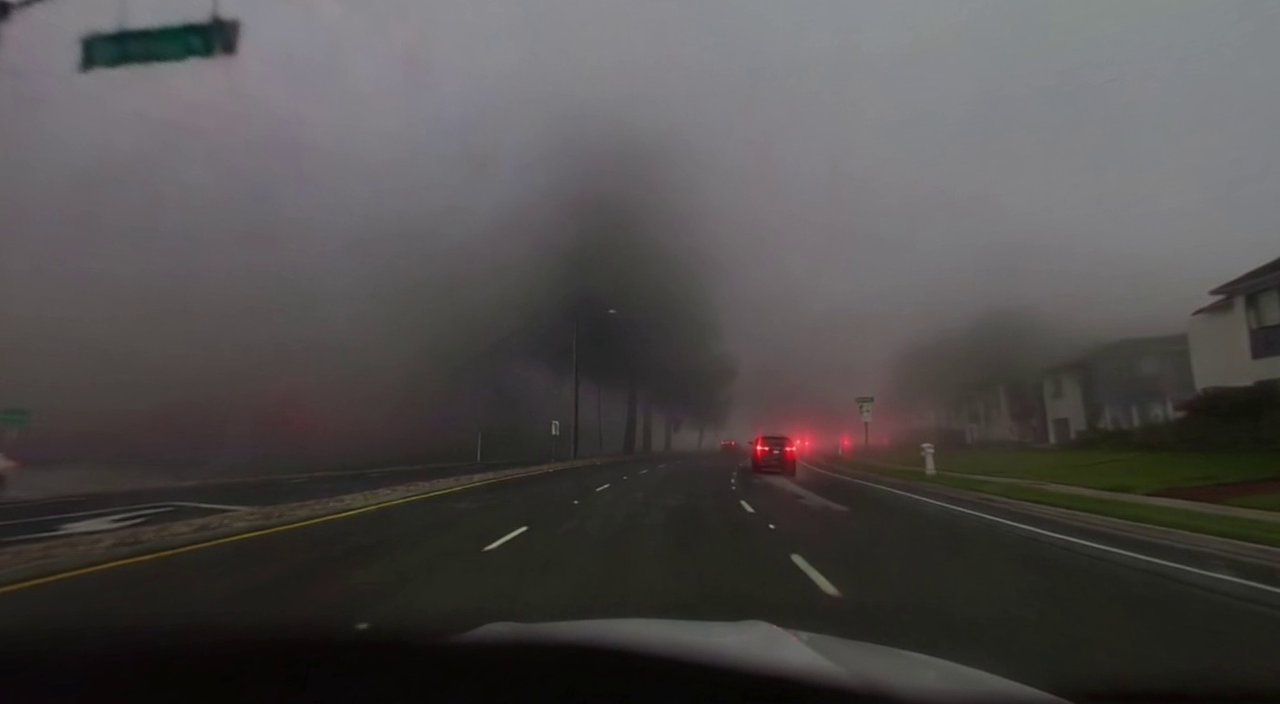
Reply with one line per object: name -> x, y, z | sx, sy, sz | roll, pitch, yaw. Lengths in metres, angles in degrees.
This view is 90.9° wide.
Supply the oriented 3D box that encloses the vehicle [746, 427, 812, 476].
vehicle -> 5.730, 4.147, 26.526 | 2.141, 1.833, 4.704 | -1, -8, 6
